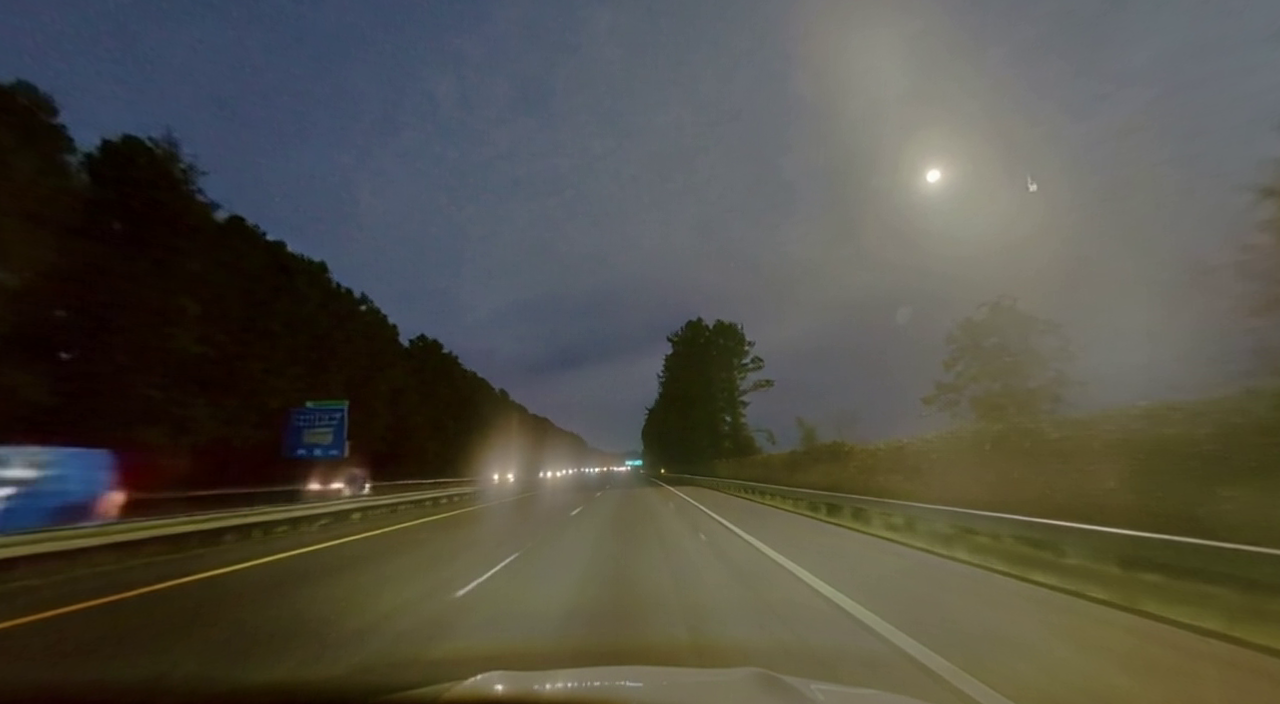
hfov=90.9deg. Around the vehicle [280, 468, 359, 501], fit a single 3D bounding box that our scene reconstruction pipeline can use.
[{"bbox_3d":[-17.061,7.072,33.795,2.059,1.605,4.041,1,-10,0],"label":"vehicle"}]
